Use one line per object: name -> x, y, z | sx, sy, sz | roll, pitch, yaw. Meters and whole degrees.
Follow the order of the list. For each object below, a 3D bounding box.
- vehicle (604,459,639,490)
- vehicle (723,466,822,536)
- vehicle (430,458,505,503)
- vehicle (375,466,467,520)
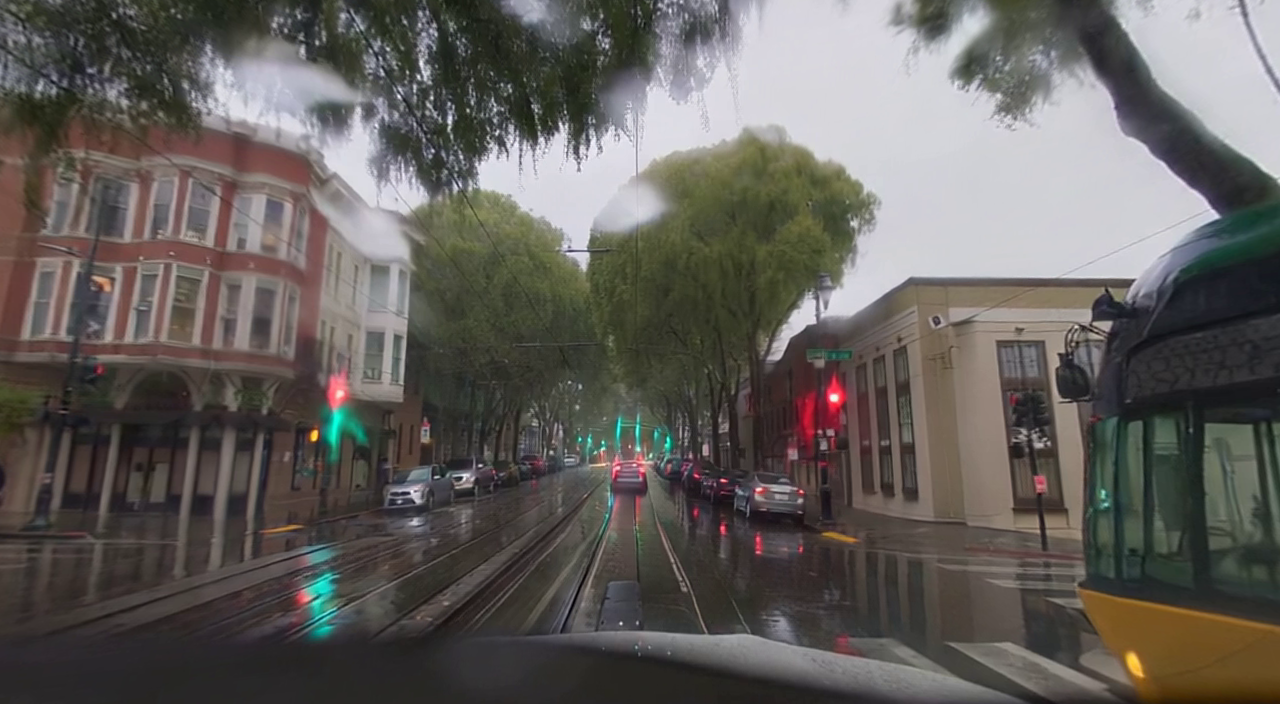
vehicle -> -1.036, 7.171, 37.235 | 1.966, 1.600, 3.494 | 0, -8, -1
vehicle -> 3.846, 4.389, 19.124 | 1.929, 1.723, 4.134 | 0, -8, -2
vehicle -> -7.426, 5.577, 27.712 | 1.861, 1.751, 4.550 | 1, -10, 2
vehicle -> -7.435, 4.796, 21.864 | 1.779, 1.588, 3.953 | 2, -10, -1
